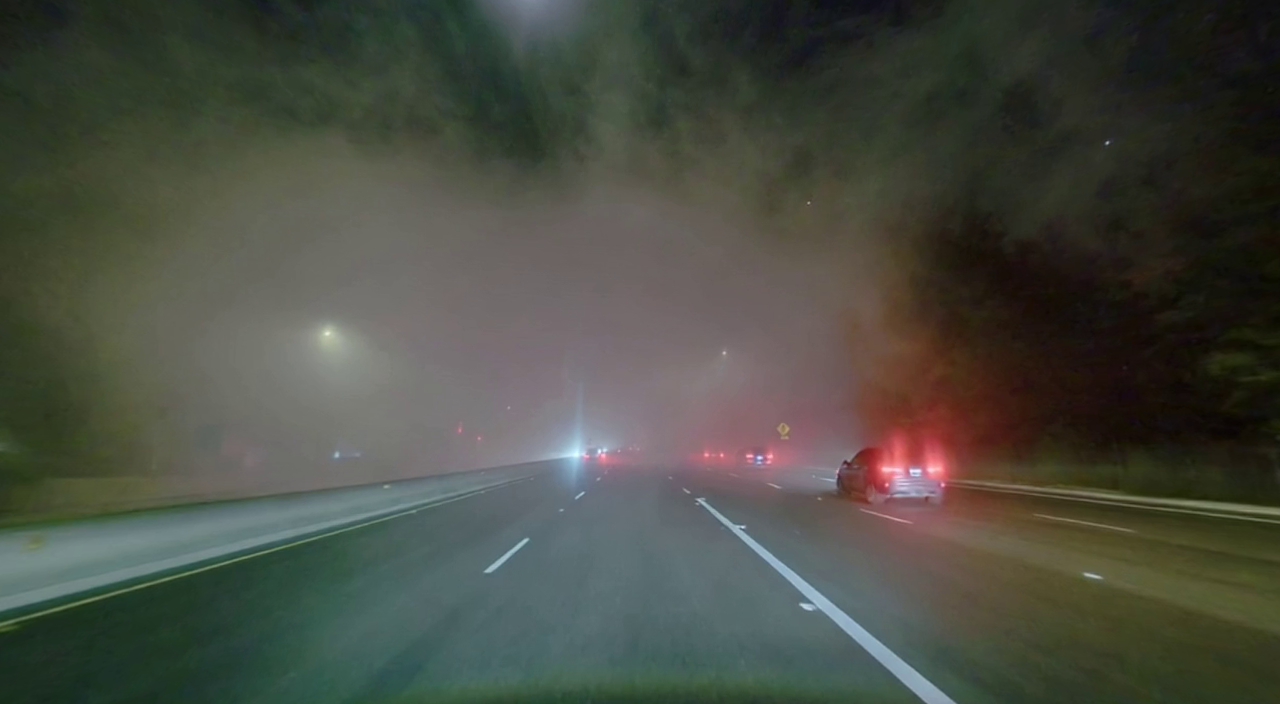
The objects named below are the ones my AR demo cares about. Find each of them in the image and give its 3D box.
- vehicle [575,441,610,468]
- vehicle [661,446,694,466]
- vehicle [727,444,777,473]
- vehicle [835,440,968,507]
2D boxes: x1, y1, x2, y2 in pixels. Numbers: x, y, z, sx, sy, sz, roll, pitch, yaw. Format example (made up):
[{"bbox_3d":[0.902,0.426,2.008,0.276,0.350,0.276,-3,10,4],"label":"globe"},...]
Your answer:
[{"bbox_3d":[-3.409,7.507,46.385,2.230,1.827,4.406,0,-8,0],"label":"vehicle"},{"bbox_3d":[2.905,8.156,49.692,2.109,1.495,4.474,0,-8,-2],"label":"vehicle"},{"bbox_3d":[6.436,6.153,36.805,1.987,1.597,4.463,0,-8,-2],"label":"vehicle"},{"bbox_3d":[6.627,3.082,16.468,1.838,1.518,3.713,0,-8,0],"label":"vehicle"}]
